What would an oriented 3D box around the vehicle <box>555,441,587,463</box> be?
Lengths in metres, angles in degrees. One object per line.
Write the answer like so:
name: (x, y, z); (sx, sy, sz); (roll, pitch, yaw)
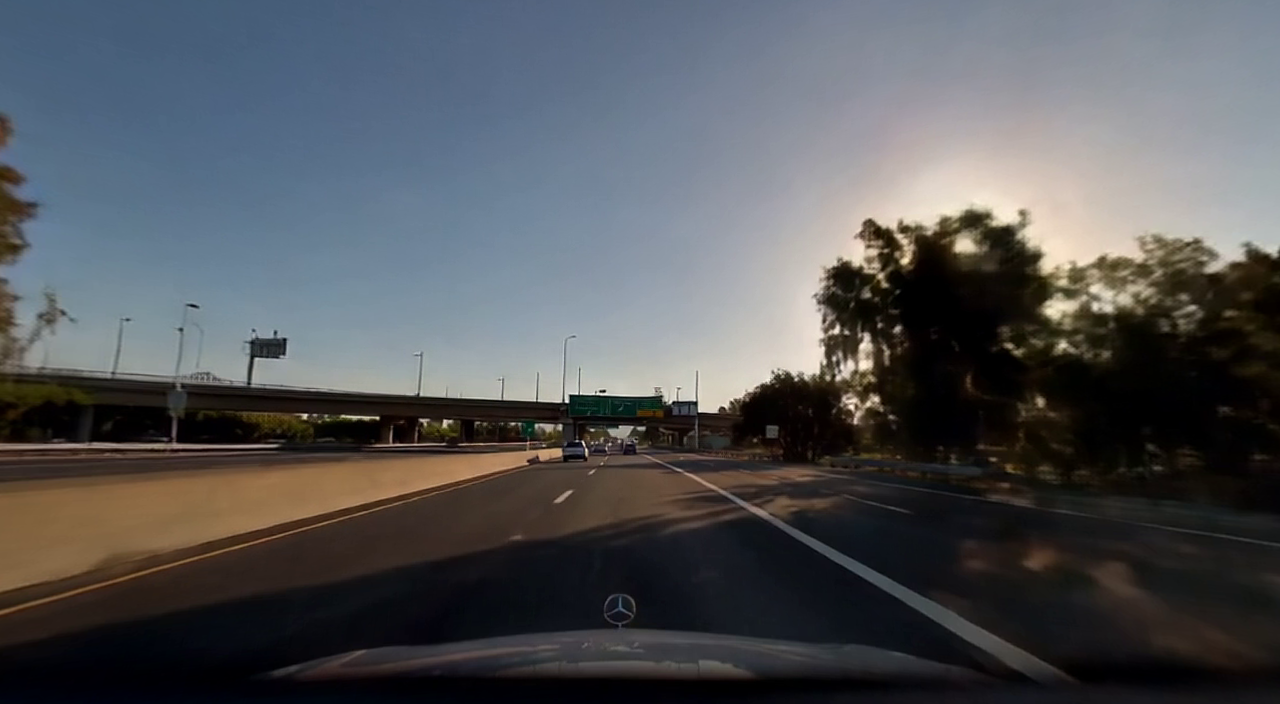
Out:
vehicle: (-5.066, 7.432, 46.638); (2.008, 1.521, 4.129); (0, -9, -1)
